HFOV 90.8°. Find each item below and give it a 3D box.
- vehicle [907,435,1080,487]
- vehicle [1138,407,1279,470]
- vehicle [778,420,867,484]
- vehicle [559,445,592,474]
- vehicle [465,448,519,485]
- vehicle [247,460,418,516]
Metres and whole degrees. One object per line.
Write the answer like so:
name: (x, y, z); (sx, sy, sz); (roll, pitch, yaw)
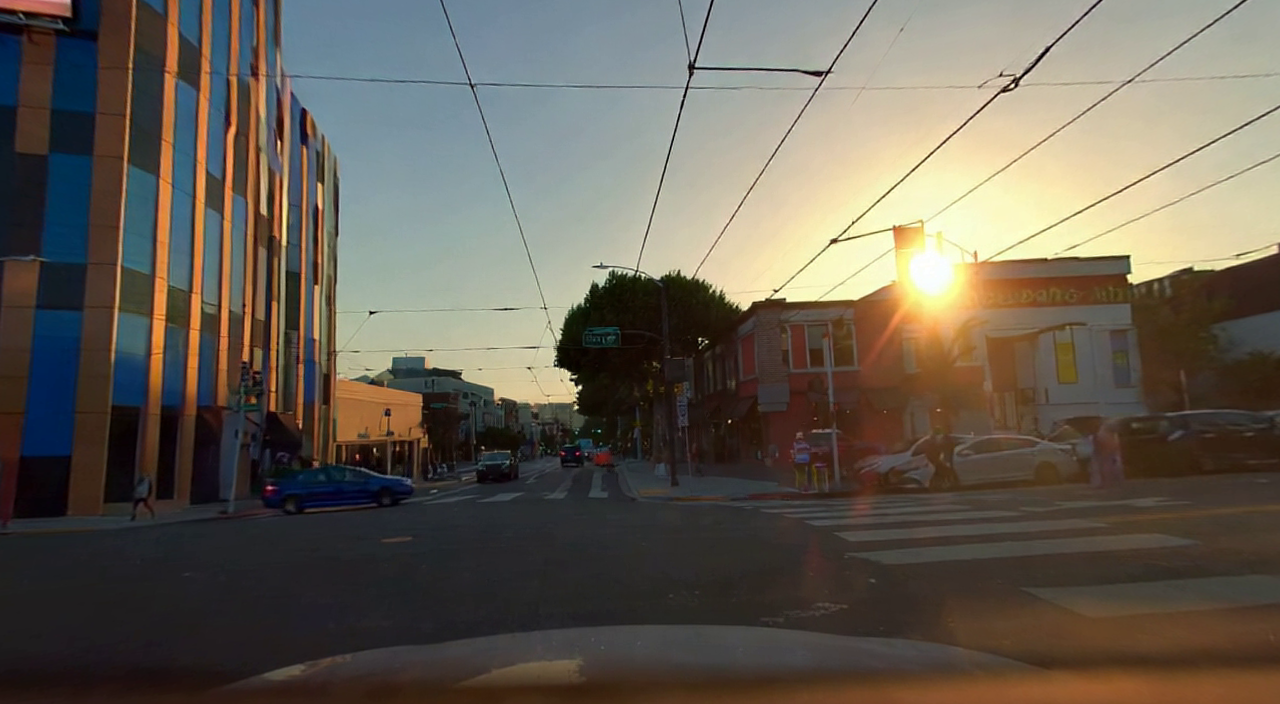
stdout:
vehicle: (11.382, 3.513, 20.519); (4.697, 1.510, 1.596); (0, -9, -5)
vehicle: (16.943, 2.402, 17.529); (4.637, 1.624, 1.927); (0, -8, -3)
vehicle: (7.538, 4.113, 26.628); (2.316, 2.425, 4.466); (1, -7, -2)
vehicle: (-4.403, 7.416, 43.929); (2.137, 1.910, 5.120); (1, -8, -5)
vehicle: (-8.428, 6.523, 36.286); (2.121, 1.792, 4.510); (-4, -8, -2)
vehicle: (-9.770, 4.287, 20.292); (4.549, 1.490, 1.797); (7, -11, -38)
